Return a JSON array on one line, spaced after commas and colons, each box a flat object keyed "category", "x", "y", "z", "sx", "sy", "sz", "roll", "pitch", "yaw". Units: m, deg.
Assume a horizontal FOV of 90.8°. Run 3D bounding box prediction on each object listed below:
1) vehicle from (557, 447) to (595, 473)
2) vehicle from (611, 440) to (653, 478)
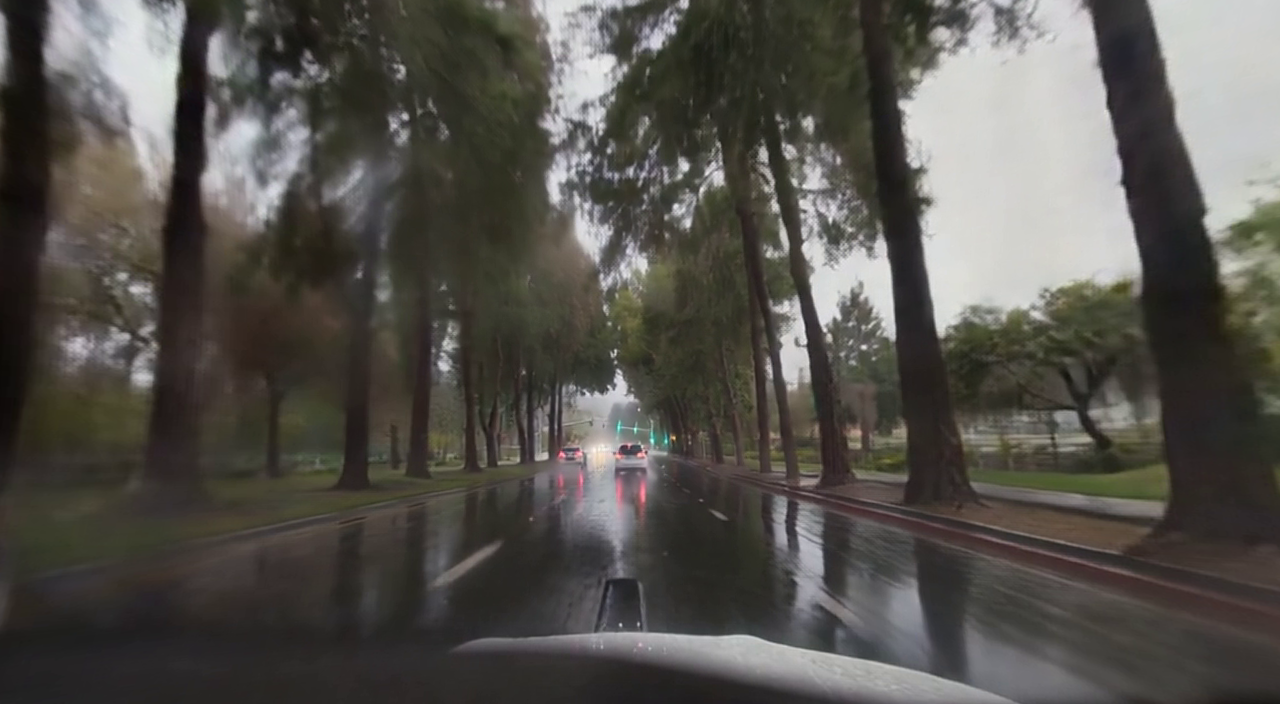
[{"category": "vehicle", "x": -4.051, "y": 6.907, "z": 40.666, "sx": 1.936, "sy": 1.538, "sz": 4.016, "roll": 0, "pitch": -9, "yaw": 1}, {"category": "vehicle", "x": -0.400, "y": 5.355, "z": 31.896, "sx": 2.018, "sy": 1.769, "sz": 3.897, "roll": 0, "pitch": -9, "yaw": -1}]
